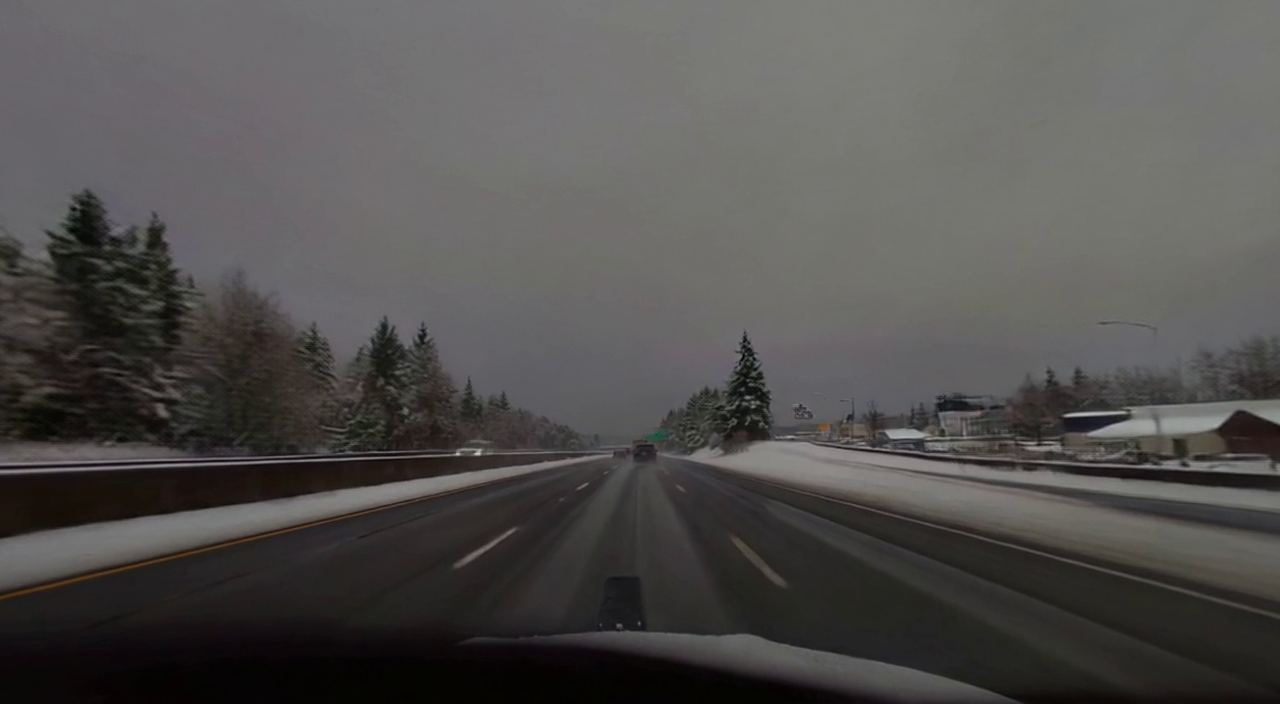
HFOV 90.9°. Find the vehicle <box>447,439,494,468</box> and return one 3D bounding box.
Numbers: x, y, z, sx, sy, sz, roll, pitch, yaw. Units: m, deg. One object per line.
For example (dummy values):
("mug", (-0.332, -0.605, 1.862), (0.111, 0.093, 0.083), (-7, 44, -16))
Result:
("vehicle", (-12.282, 7.405, 45.892), (2.102, 1.955, 4.656), (0, -9, 0))

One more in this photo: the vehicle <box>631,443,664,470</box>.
("vehicle", (0.483, 6.983, 42.066), (2.087, 1.682, 4.388), (0, -9, 1))
